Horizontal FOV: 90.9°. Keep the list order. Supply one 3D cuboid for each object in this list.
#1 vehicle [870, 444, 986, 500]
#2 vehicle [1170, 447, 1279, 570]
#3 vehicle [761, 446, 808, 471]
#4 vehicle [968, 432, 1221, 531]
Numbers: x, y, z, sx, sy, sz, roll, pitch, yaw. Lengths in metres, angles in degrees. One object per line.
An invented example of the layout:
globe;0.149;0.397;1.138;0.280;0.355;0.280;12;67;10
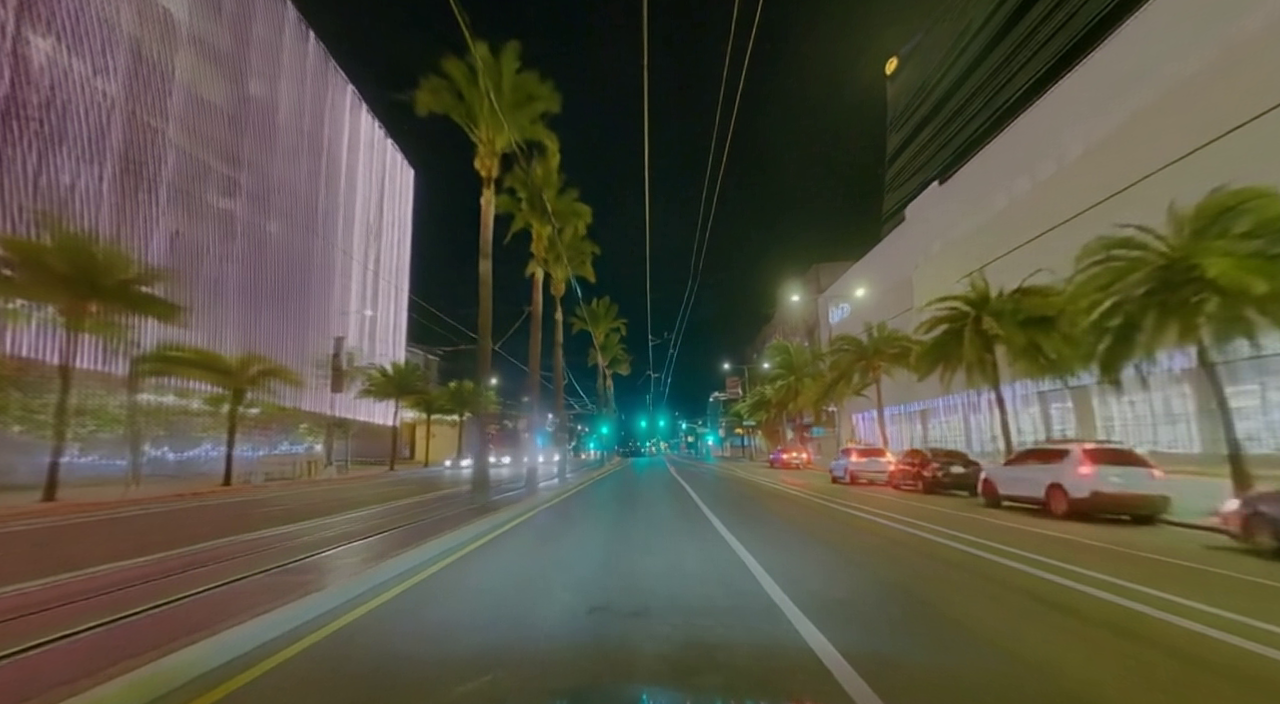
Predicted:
vehicle;8.519;3.540;19.049;1.715;1.500;3.910;0;-8;1
vehicle;8.596;1.797;6.950;1.733;1.468;4.326;0;-8;0
vehicle;9.245;6.825;40.692;1.822;1.494;4.385;0;-8;-2
vehicle;8.728;2.488;12.725;1.867;1.627;4.357;0;-8;1
